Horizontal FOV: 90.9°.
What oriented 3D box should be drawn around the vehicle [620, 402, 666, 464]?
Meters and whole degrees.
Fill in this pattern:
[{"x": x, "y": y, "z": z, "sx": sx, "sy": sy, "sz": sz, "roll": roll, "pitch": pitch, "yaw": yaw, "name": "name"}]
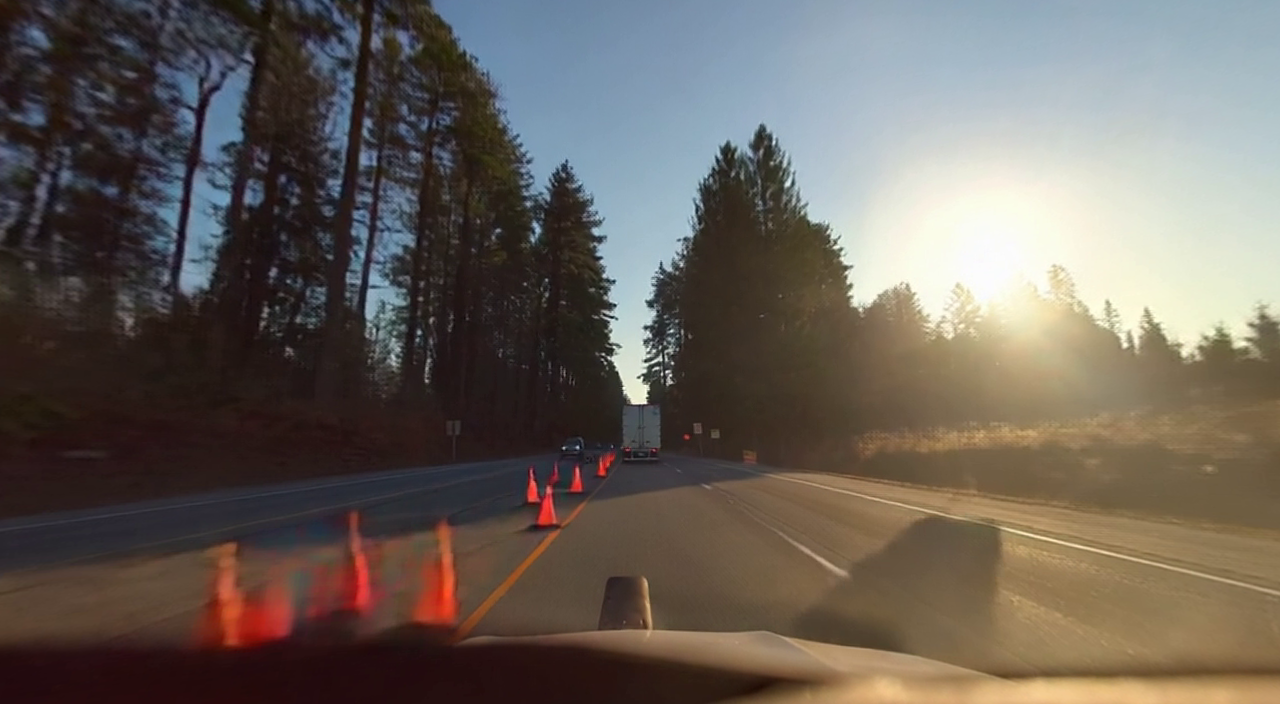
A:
[{"x": 0.035, "y": 6.092, "z": 46.809, "sx": 2.935, "sy": 4.068, "sz": 11.036, "roll": 0, "pitch": -8, "yaw": -2, "name": "vehicle"}]
